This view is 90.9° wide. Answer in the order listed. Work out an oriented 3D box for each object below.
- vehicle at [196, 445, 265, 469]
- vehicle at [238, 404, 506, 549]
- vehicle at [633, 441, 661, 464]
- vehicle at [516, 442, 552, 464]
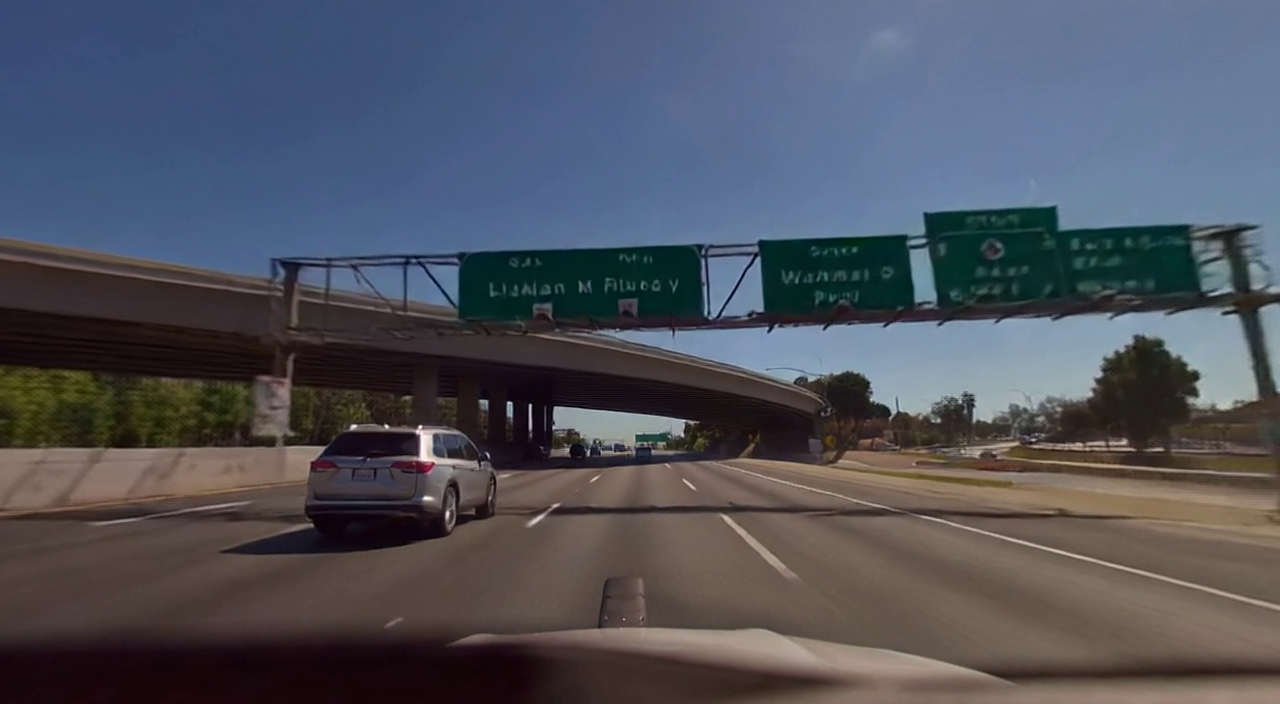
[{"bbox_3d":[-25.638,6.582,39.642,1.806,1.440,3.790,0,-9,0],"label":"vehicle"},{"bbox_3d":[-3.775,1.864,10.022,2.214,1.759,4.435,0,-9,1],"label":"vehicle"},{"bbox_3d":[0.499,7.525,47.347,2.023,1.589,4.030,0,-9,0],"label":"vehicle"},{"bbox_3d":[-7.757,7.451,46.512,1.871,1.542,4.371,0,-9,0],"label":"vehicle"}]
